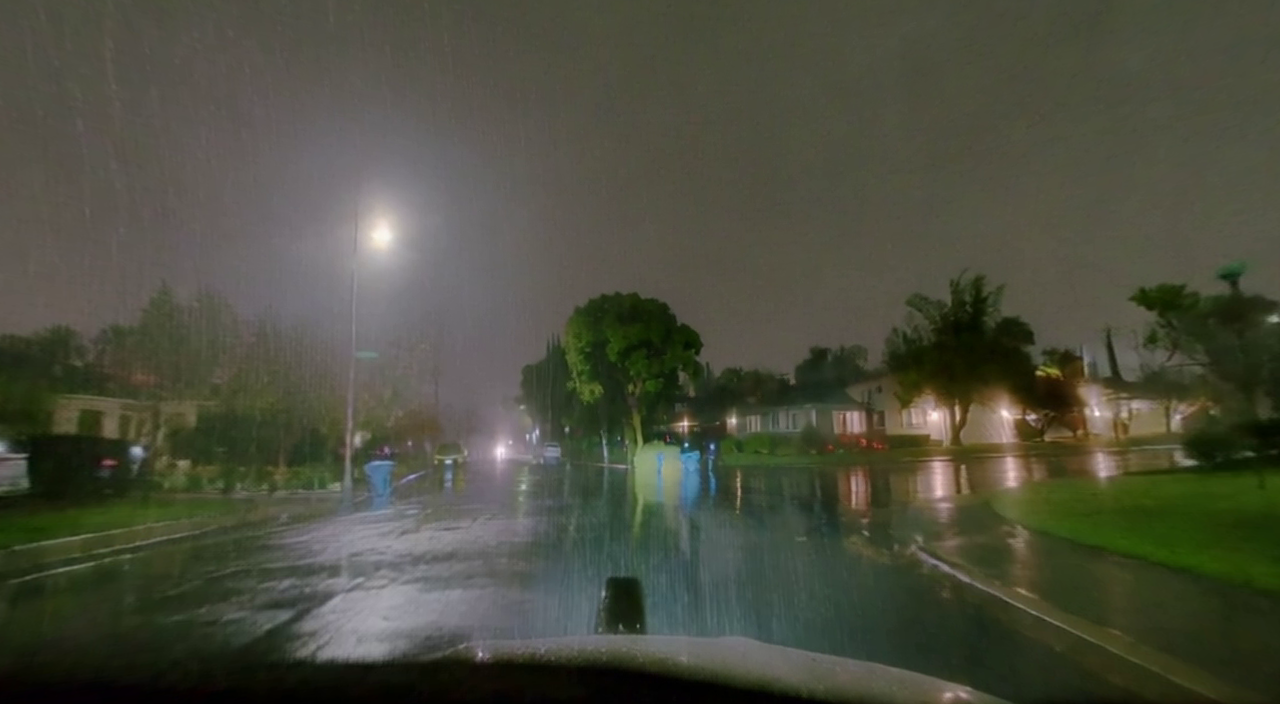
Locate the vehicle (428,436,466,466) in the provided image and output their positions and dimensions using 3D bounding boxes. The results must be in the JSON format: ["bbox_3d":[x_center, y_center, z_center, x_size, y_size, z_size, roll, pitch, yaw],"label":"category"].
[{"bbox_3d":[-12.577,6.481,41.387,2.152,1.826,4.725,2,-9,-15],"label":"vehicle"}]

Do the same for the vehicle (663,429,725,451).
[{"bbox_3d":[4.047,6.609,47.427,4.241,1.597,1.833,2,-9,-14],"label":"vehicle"}]

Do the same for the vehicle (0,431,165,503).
[{"bbox_3d":[-14.807,2.819,15.634,4.313,1.644,2.024,2,-9,-14],"label":"vehicle"}]
